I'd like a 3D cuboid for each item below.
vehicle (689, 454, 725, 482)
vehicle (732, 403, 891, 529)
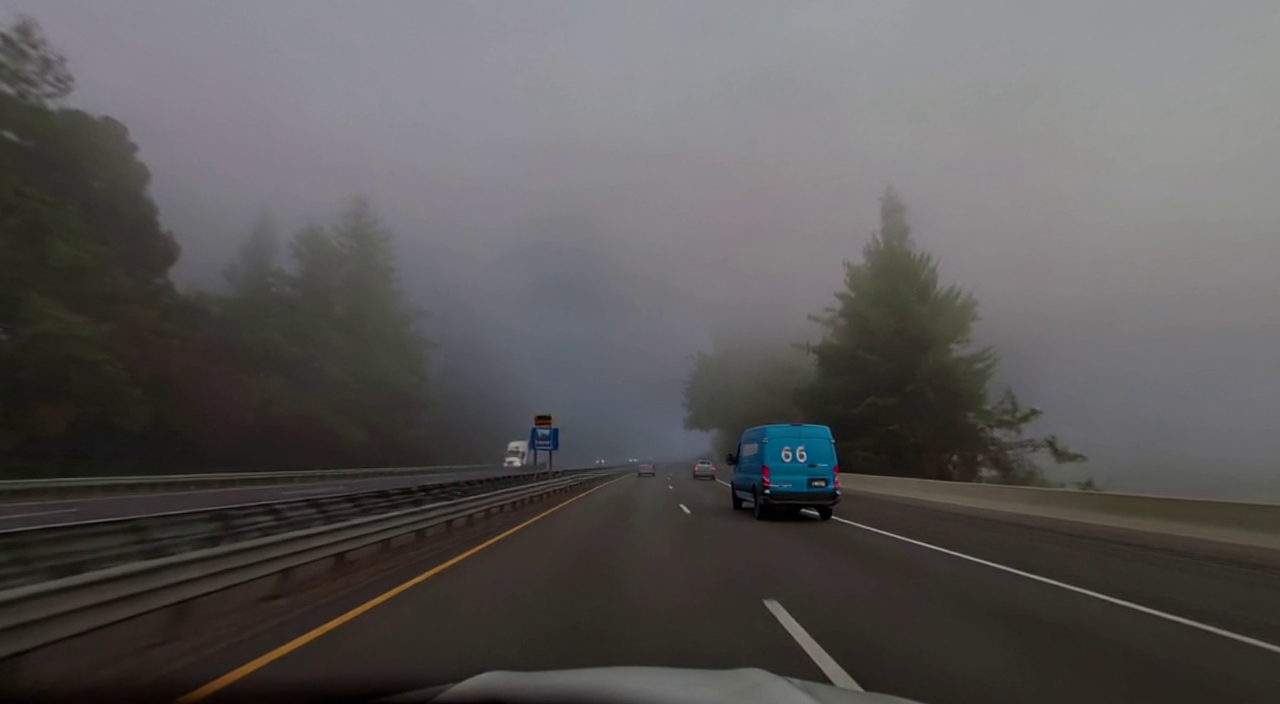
[{"bbox_3d":[4.978,8.722,47.379,2.224,1.997,4.652,0,-11,1],"label":"vehicle"},{"bbox_3d":[4.013,2.925,16.171,2.366,2.595,5.793,1,-11,-1],"label":"vehicle"}]
